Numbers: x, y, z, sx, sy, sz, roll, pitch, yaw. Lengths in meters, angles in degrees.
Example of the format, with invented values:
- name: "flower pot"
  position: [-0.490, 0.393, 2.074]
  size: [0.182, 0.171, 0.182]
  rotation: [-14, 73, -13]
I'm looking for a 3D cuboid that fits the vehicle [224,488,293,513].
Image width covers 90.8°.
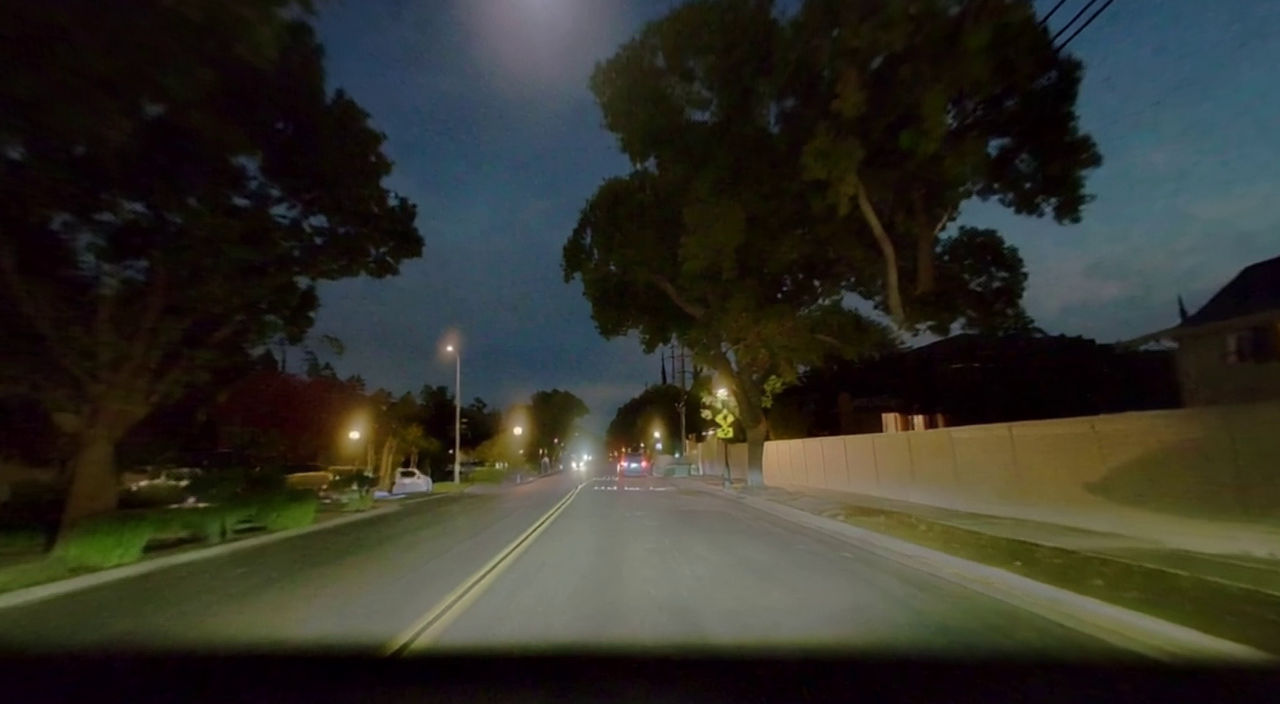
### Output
- name: "vehicle"
  position: [-25.837, 10.081, 42.859]
  size: [3.733, 1.480, 1.672]
  rotation: [-2, -9, 10]

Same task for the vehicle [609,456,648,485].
- name: "vehicle"
  position: [-0.701, 6.644, 35.540]
  size: [2.022, 1.481, 4.050]
  rotation: [1, -9, -3]

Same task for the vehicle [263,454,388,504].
- name: "vehicle"
  position: [-17.153, 6.890, 34.628]
  size: [5.586, 2.532, 2.444]
  rotation: [-1, -9, 8]

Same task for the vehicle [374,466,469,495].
- name: "vehicle"
  position: [-12.513, 7.368, 36.302]
  size: [4.676, 1.484, 2.068]
  rotation: [-1, -9, 12]

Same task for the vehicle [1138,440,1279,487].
- name: "vehicle"
  position: [23.586, 4.551, 26.000]
  size: [4.330, 1.767, 1.946]
  rotation: [-1, -9, 15]
